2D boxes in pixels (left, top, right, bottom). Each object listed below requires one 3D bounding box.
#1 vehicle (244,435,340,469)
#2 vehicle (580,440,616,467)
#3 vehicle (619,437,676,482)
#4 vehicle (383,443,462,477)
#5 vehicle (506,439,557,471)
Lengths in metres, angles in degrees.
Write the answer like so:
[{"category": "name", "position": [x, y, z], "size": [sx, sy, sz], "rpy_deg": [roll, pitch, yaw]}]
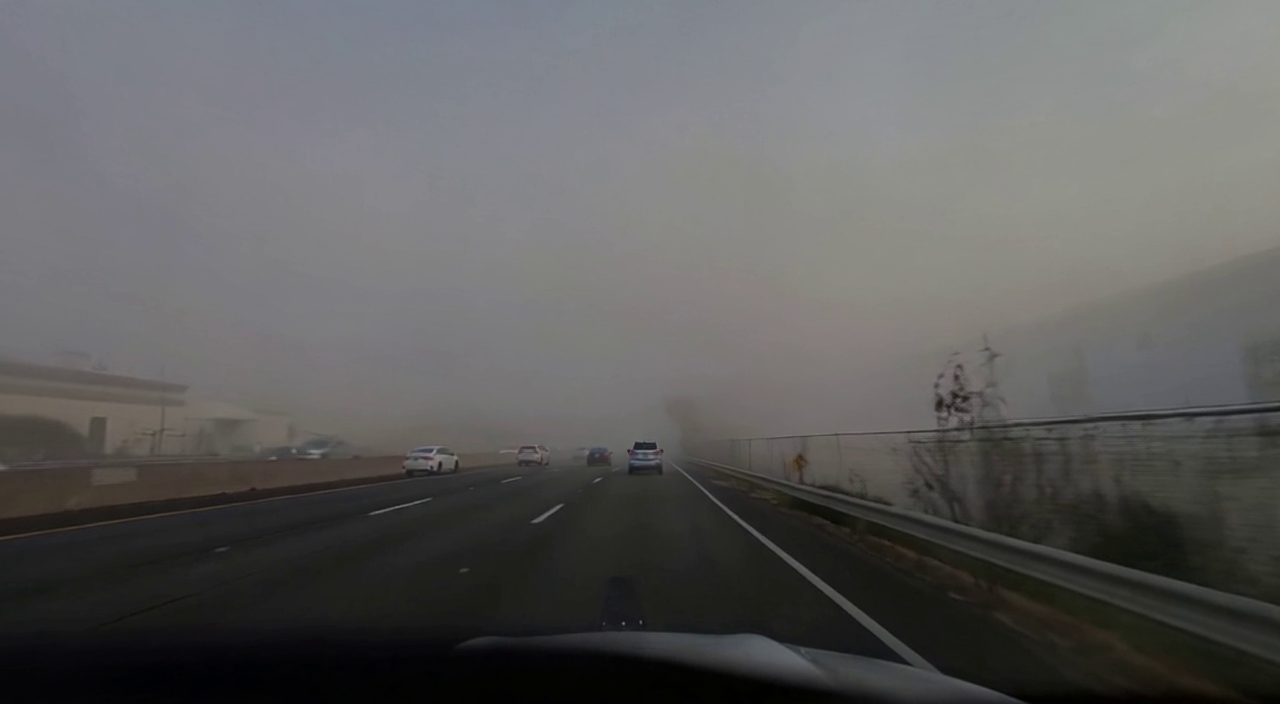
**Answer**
[{"category": "vehicle", "position": [-23.772, 6.863, 43.568], "size": [2.684, 2.091, 6.612], "rpy_deg": [0, -8, 2]}, {"category": "vehicle", "position": [-2.993, 7.337, 45.697], "size": [2.108, 1.832, 4.549], "rpy_deg": [0, -8, 2]}, {"category": "vehicle", "position": [0.297, 4.352, 25.948], "size": [2.136, 1.678, 4.052], "rpy_deg": [0, -8, 1]}, {"category": "vehicle", "position": [-10.455, 5.200, 30.758], "size": [1.910, 1.501, 5.004], "rpy_deg": [0, -8, 2]}, {"category": "vehicle", "position": [-6.452, 6.142, 37.948], "size": [2.105, 1.790, 4.689], "rpy_deg": [0, -8, 2]}]
